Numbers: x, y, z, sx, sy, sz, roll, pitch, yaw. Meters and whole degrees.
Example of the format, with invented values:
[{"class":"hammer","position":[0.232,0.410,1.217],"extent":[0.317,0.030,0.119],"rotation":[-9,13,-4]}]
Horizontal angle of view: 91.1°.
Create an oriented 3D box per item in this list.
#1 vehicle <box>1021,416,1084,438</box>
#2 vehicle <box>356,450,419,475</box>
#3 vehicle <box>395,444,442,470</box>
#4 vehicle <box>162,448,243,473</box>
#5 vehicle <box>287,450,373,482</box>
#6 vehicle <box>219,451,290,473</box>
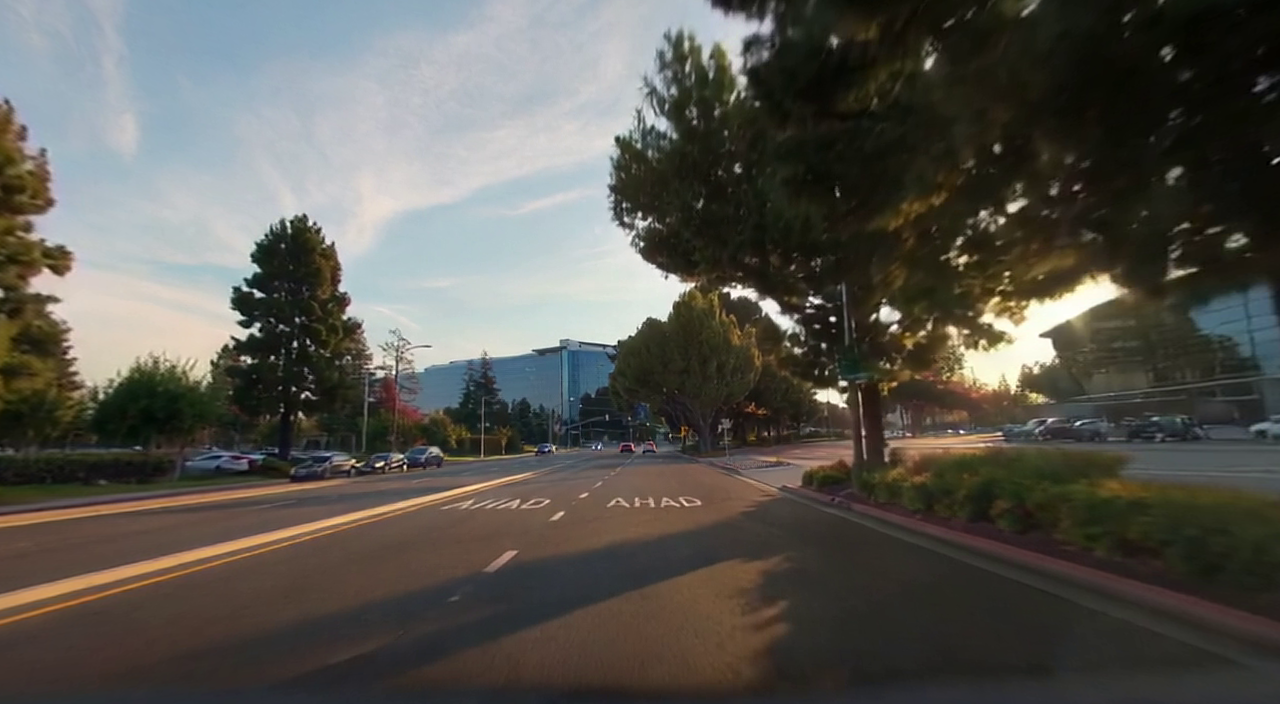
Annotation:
[{"class":"vehicle","position":[30.164,5.581,46.111],"extent":[1.829,1.496,4.642],"rotation":[-1,-8,5]},{"class":"vehicle","position":[-17.035,7.447,42.685],"extent":[1.955,1.486,5.112],"rotation":[0,-8,2]},{"class":"vehicle","position":[-16.915,8.035,48.199],"extent":[1.998,1.724,4.486],"rotation":[-3,-9,1]},{"class":"vehicle","position":[-27.968,6.933,40.225],"extent":[3.759,1.462,1.873],"rotation":[1,-9,-3]},{"class":"vehicle","position":[-16.986,6.231,34.719],"extent":[2.014,1.515,5.027],"rotation":[0,-8,2]},{"class":"vehicle","position":[-27.598,7.854,45.026],"extent":[3.779,1.472,1.854],"rotation":[1,-8,-1]}]
